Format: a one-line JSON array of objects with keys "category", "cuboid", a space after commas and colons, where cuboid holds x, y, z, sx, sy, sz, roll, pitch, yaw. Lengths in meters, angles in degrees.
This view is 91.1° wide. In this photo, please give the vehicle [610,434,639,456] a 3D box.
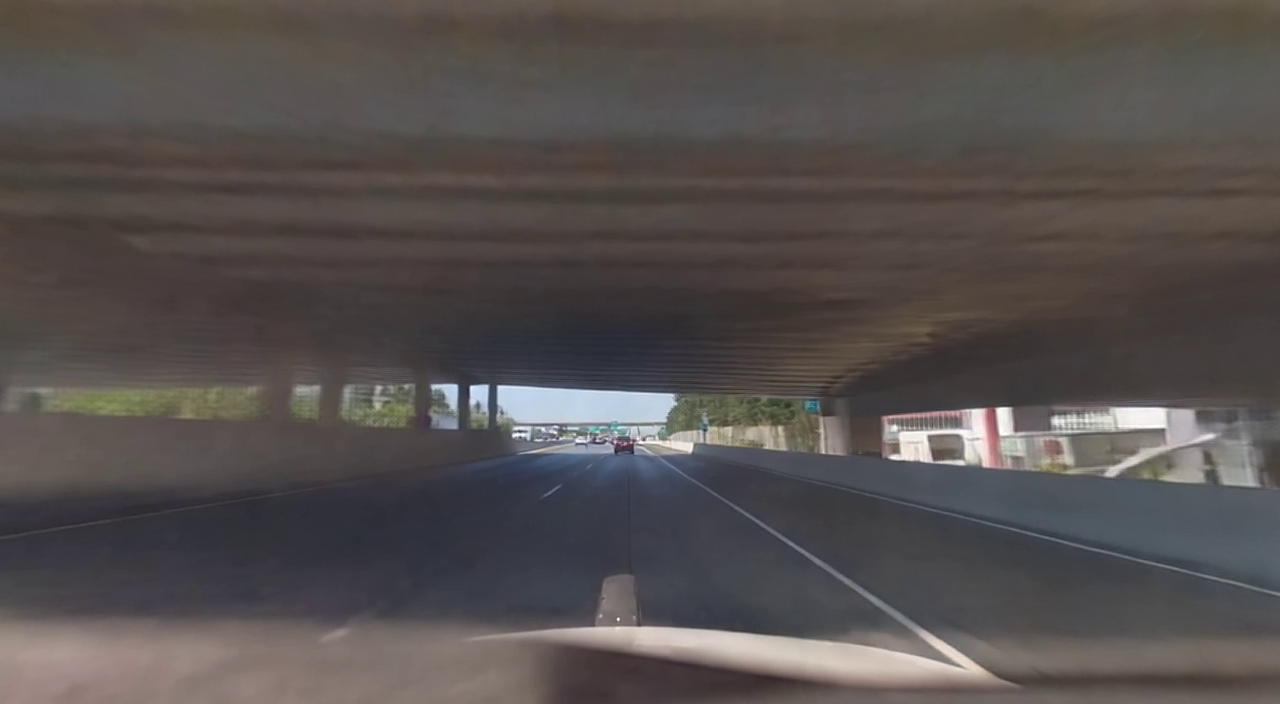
[{"category": "vehicle", "cuboid": [-1.162, 6.817, 46.367, 2.025, 1.519, 3.924, 0, -8, -2]}]

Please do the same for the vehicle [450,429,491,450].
[{"category": "vehicle", "cuboid": [-13.175, 6.855, 49.275, 1.927, 1.559, 4.766, 0, -8, -1]}]

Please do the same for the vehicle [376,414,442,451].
[{"category": "vehicle", "cuboid": [-17.566, 6.211, 48.334, 2.504, 2.564, 6.827, 0, -8, -1]}]
